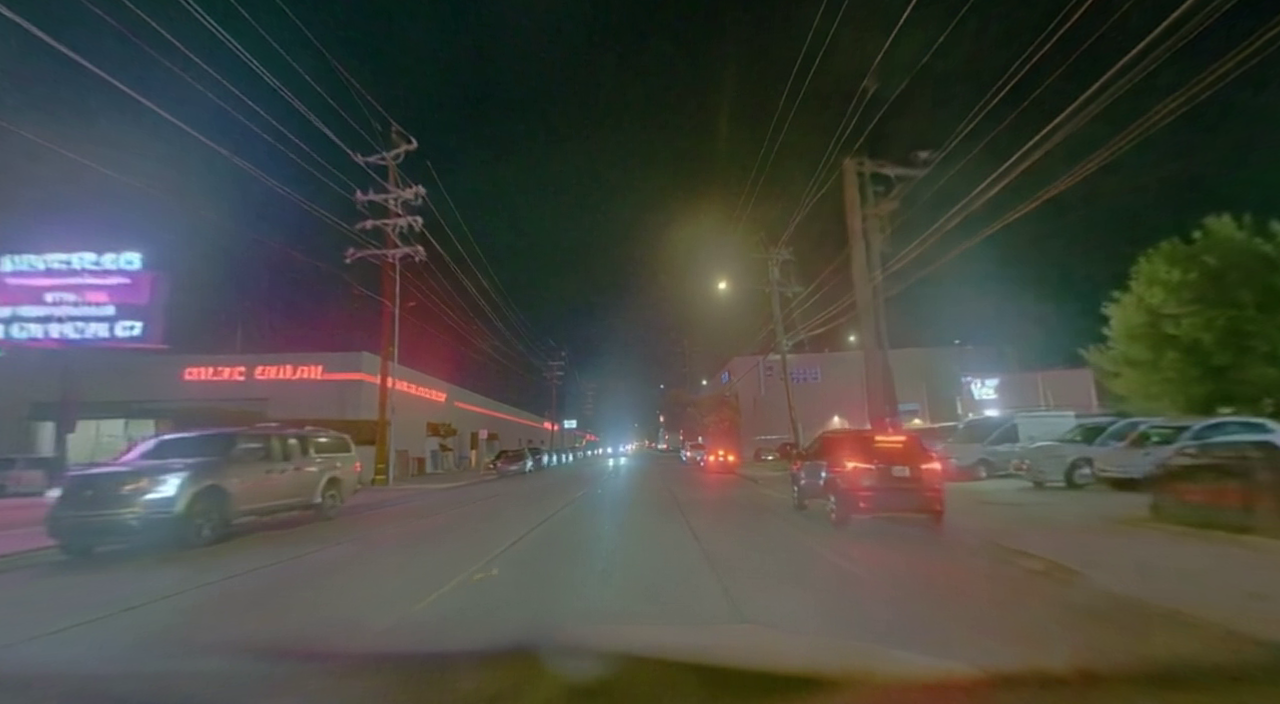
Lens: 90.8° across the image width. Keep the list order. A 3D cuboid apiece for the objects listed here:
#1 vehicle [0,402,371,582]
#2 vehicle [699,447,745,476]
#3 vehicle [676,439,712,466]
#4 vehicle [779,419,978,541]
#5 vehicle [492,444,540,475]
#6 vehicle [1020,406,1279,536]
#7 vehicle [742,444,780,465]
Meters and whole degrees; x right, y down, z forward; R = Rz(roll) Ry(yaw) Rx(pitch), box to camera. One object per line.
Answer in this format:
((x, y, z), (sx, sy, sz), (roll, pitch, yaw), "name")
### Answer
((-7.567, 2.221, 11.291), (2.692, 2.152, 6.686), (-2, -8, -1), "vehicle")
((4.442, 5.954, 34.750), (1.919, 1.453, 4.425), (0, -8, 0), "vehicle")
((4.082, 7.728, 48.777), (2.218, 1.956, 5.916), (0, -8, -1), "vehicle")
((4.278, 2.360, 12.328), (2.087, 1.892, 4.579), (0, -8, 0), "vehicle")
((-7.595, 6.632, 39.189), (2.194, 1.775, 4.482), (0, -8, -1), "vehicle")
((9.722, 1.953, 10.933), (4.825, 1.878, 2.050), (-3, -8, 0), "vehicle")
((8.987, 7.676, 47.265), (1.798, 1.370, 4.191), (-2, -9, -3), "vehicle")
